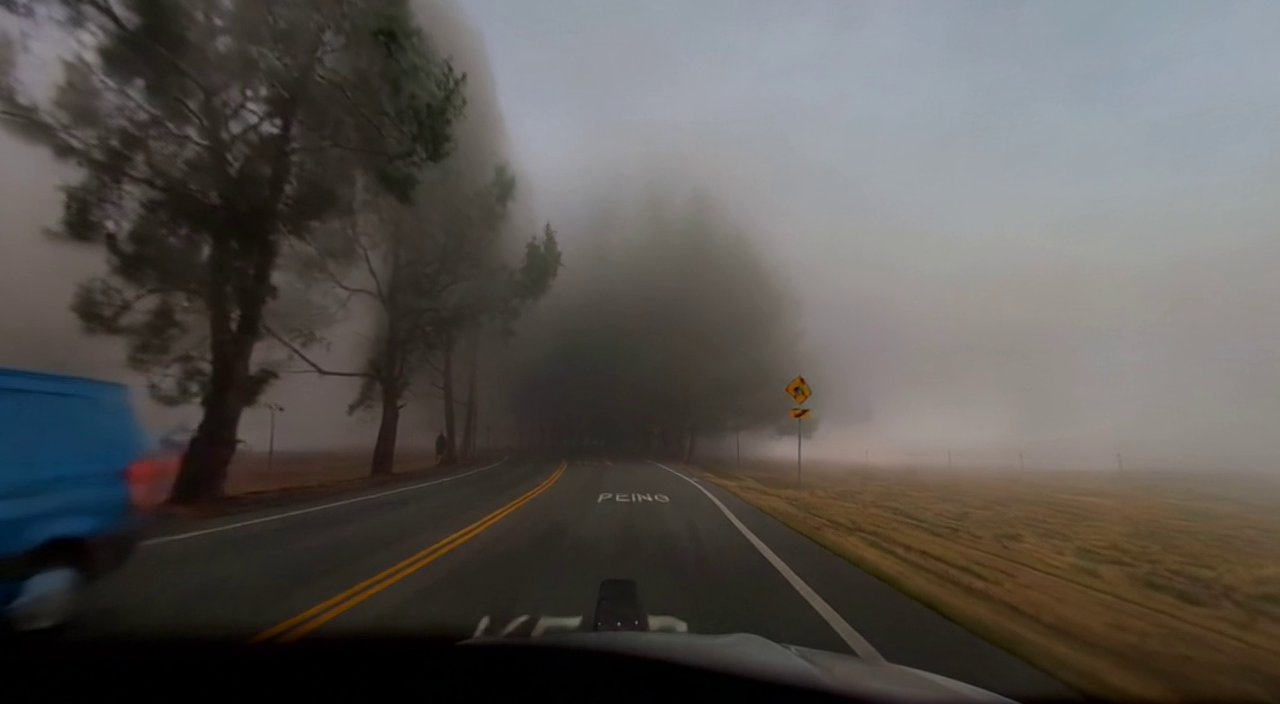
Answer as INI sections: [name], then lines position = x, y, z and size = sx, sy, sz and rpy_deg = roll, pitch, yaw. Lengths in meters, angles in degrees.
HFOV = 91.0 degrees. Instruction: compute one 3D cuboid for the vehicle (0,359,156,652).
[vehicle]
position = -5.332, 0.764, 2.453
size = 2.394, 1.900, 5.863
rpy_deg = 0, -8, -2
